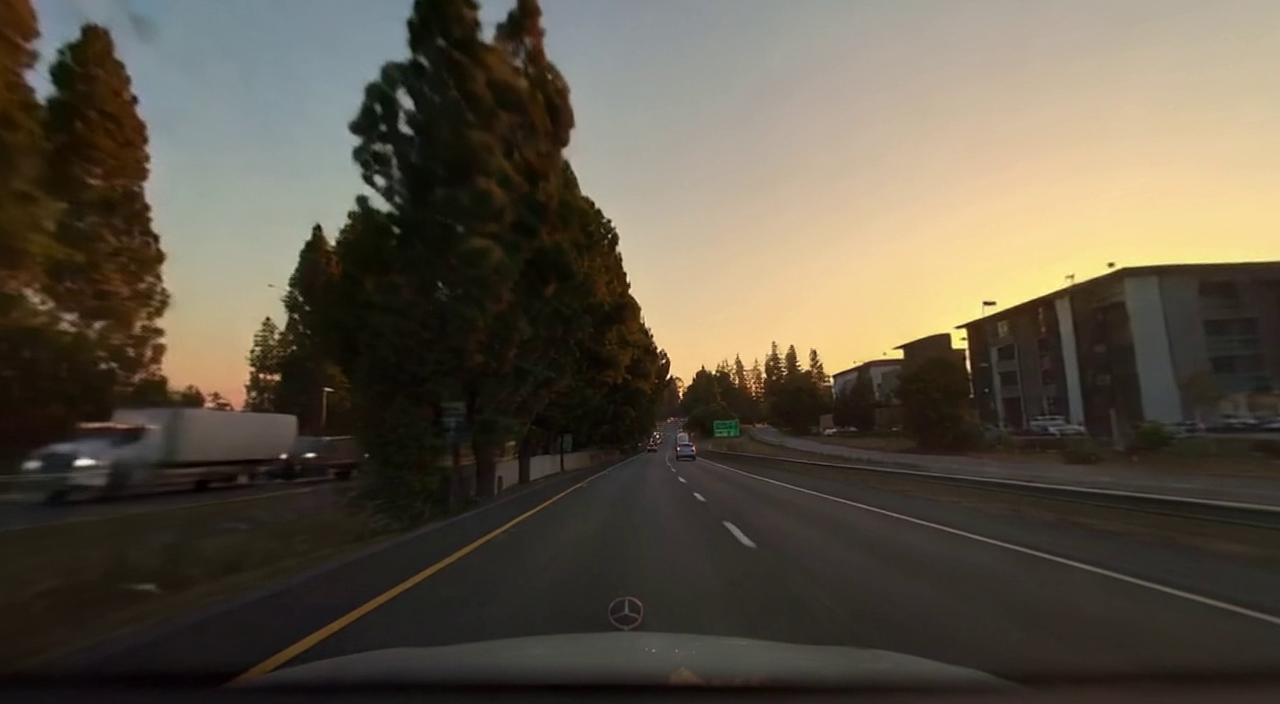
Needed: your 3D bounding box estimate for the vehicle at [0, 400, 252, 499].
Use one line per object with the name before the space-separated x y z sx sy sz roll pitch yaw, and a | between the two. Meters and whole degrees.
vehicle | -19.734 3.837 25.171 2.989 3.268 8.334 0 -8 1
